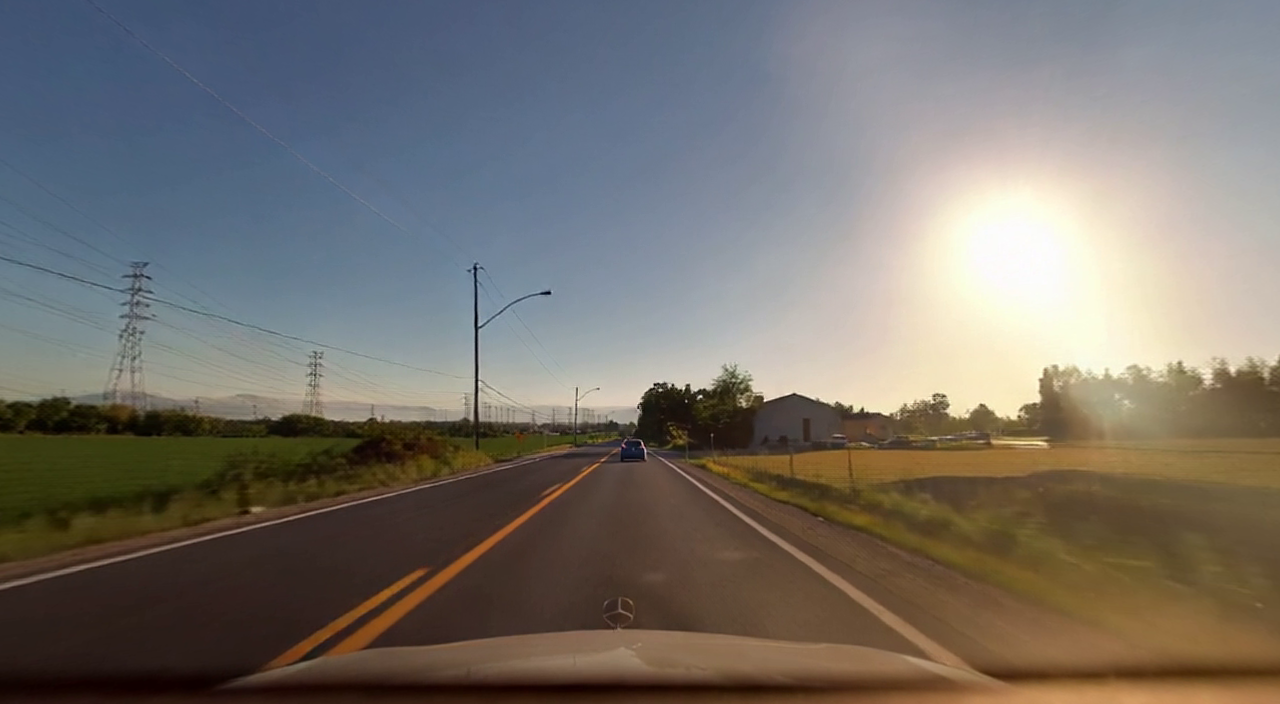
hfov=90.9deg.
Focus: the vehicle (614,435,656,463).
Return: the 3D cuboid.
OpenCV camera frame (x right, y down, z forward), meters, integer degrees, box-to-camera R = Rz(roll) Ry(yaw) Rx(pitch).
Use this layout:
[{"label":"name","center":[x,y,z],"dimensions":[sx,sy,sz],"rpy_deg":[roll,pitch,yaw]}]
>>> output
[{"label":"vehicle","center":[-0.274,5.392,35.286],"dimensions":[2.241,1.471,3.829],"rpy_deg":[0,-8,-1]}]
